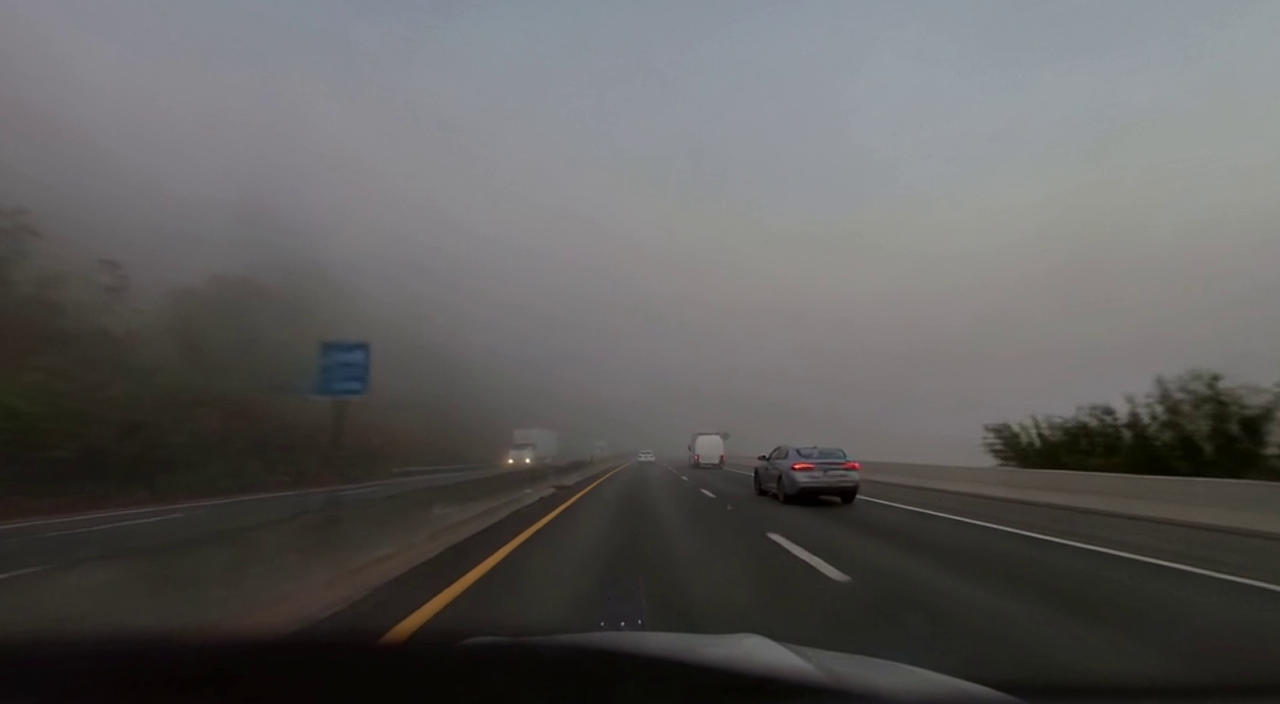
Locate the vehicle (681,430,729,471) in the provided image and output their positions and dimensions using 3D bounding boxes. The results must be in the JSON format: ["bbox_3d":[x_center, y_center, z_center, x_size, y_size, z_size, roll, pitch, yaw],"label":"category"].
[{"bbox_3d":[4.207,6.484,41.599,2.423,2.517,5.055,0,-9,-2],"label":"vehicle"}]

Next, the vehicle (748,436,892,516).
[{"bbox_3d":[3.871,2.735,14.338,2.043,1.542,3.881,0,-9,-1],"label":"vehicle"}]
